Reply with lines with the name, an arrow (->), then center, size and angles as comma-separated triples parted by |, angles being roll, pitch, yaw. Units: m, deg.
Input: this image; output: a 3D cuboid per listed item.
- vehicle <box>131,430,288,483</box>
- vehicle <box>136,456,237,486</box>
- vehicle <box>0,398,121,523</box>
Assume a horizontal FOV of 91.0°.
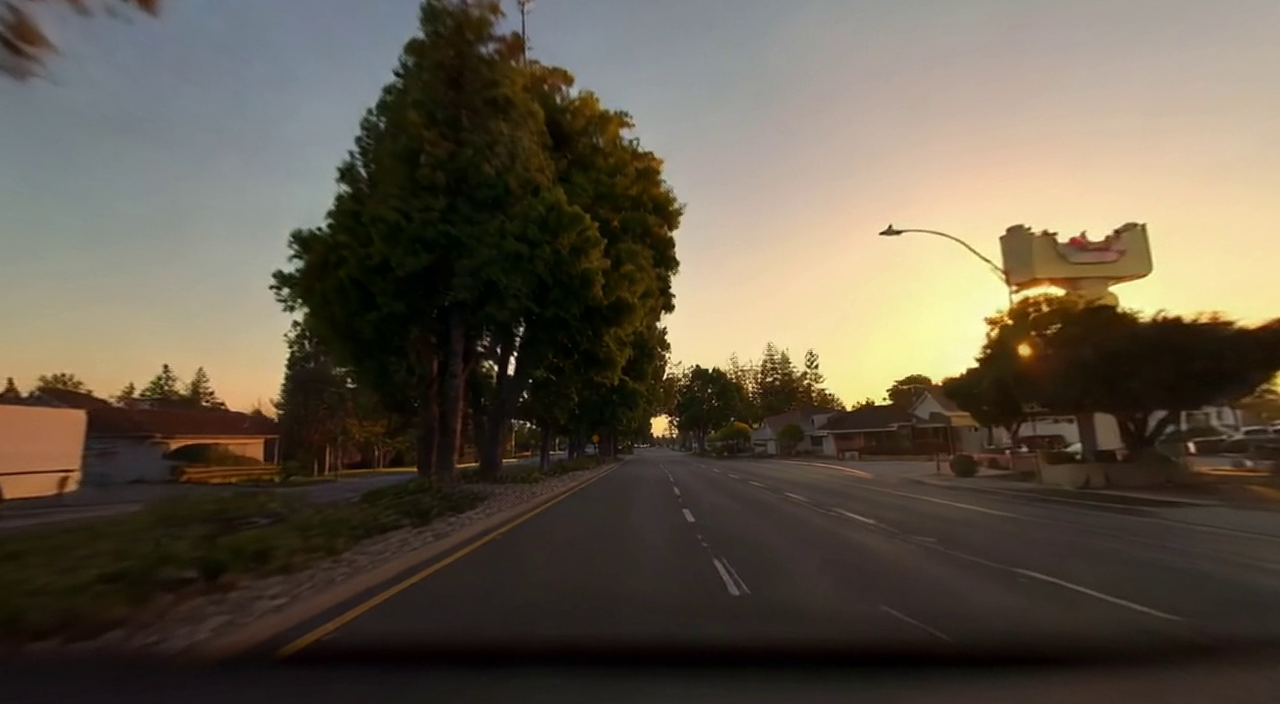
vehicle -> -28.250, 6.902, 41.535 | 8.606, 2.952, 2.752 | -4, -9, 5
vehicle -> -25.499, 6.658, 35.501 | 1.880, 1.341, 4.090 | -1, -7, 33
vehicle -> -19.528, 2.884, 16.608 | 2.898, 3.487, 9.955 | 0, -9, 1
